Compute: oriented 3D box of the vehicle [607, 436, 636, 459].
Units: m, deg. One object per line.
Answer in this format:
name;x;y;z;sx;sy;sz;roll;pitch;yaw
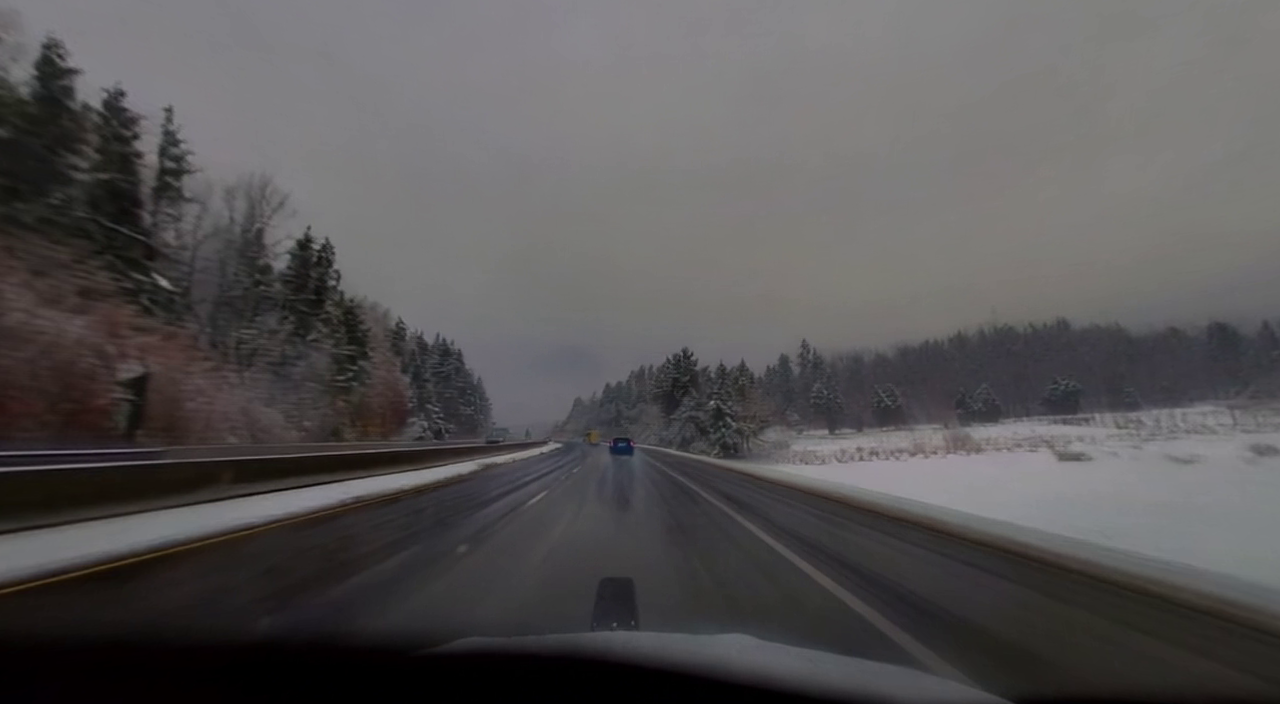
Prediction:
vehicle;-1.397;6.881;45.461;2.004;1.515;3.968;0;-8;-3
